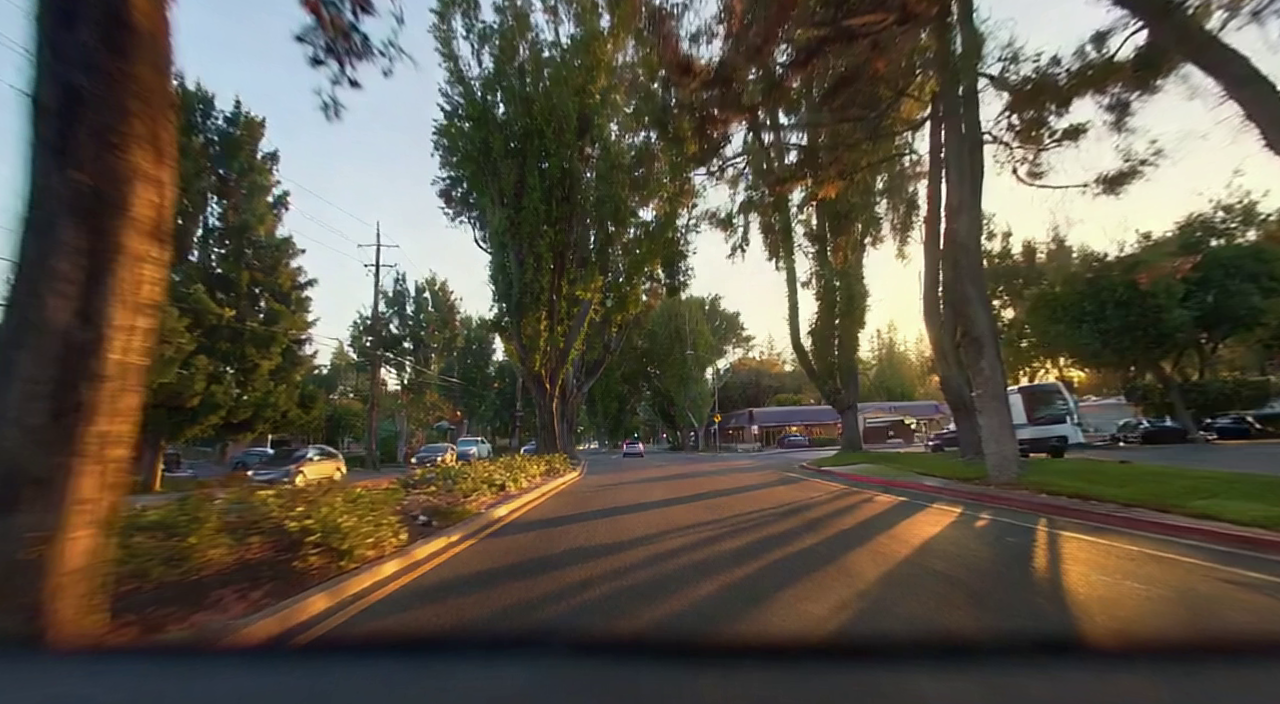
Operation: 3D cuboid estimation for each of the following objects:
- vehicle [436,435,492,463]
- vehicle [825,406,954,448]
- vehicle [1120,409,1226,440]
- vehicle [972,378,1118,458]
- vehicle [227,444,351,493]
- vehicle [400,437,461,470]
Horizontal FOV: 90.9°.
[{"bbox_3d":[-12.103,6.720,43.796,2.471,1.783,5.903,0,-8,-3],"label":"vehicle"},{"bbox_3d":[18.777,5.709,47.784,8.462,3.012,2.906,0,-8,-1],"label":"vehicle"},{"bbox_3d":[31.818,4.376,37.719,4.528,1.734,1.985,0,-8,-1],"label":"vehicle"},{"bbox_3d":[17.629,3.131,28.279,2.920,2.995,8.704,-3,-9,16],"label":"vehicle"},{"bbox_3d":[-11.909,3.936,21.782,1.931,1.493,4.308,0,-8,-3],"label":"vehicle"},{"bbox_3d":[-10.474,5.100,31.788,1.778,1.517,3.923,0,-8,-1],"label":"vehicle"}]
